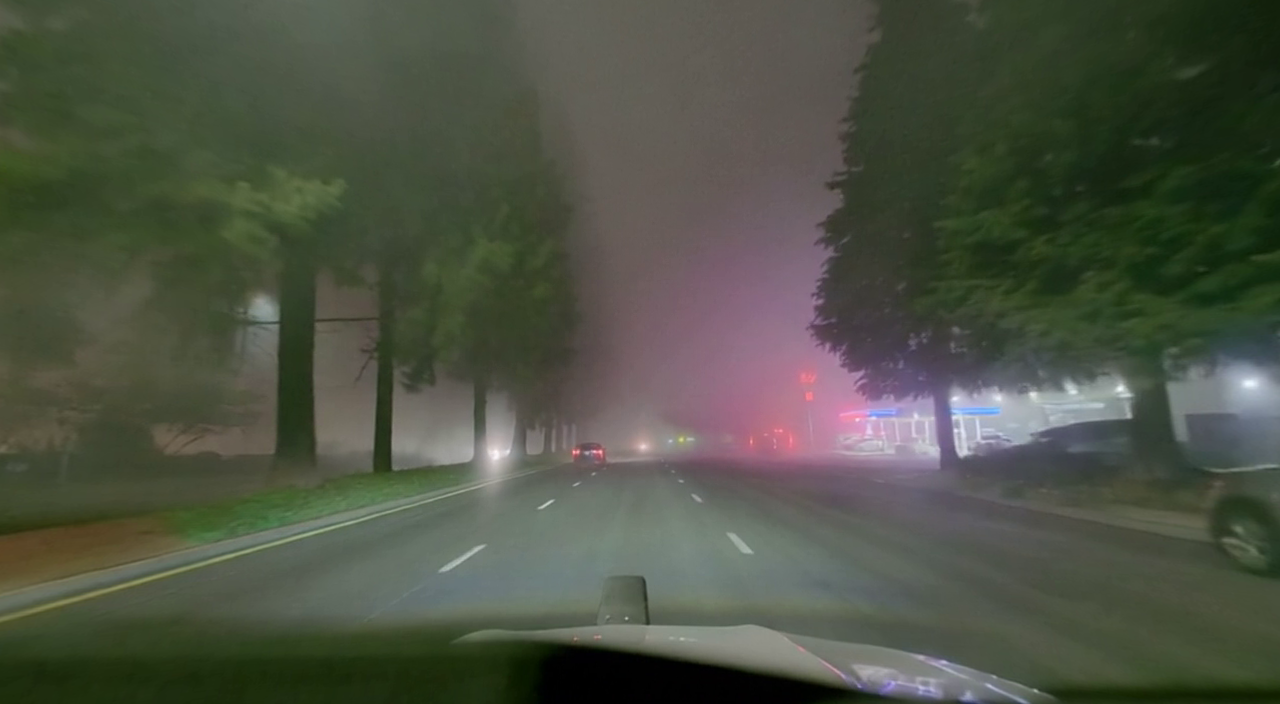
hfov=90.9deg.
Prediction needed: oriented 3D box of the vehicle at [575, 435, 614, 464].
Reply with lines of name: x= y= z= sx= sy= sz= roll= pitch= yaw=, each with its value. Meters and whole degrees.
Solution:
vehicle: x=-2.972 y=6.543 z=42.391 sx=2.196 sy=1.801 sz=4.542 roll=0 pitch=-8 yaw=1

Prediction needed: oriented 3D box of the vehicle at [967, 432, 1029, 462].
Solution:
vehicle: x=20.860 y=5.538 z=36.676 sx=4.394 sy=1.624 sz=1.803 roll=8 pitch=-12 yaw=-43
